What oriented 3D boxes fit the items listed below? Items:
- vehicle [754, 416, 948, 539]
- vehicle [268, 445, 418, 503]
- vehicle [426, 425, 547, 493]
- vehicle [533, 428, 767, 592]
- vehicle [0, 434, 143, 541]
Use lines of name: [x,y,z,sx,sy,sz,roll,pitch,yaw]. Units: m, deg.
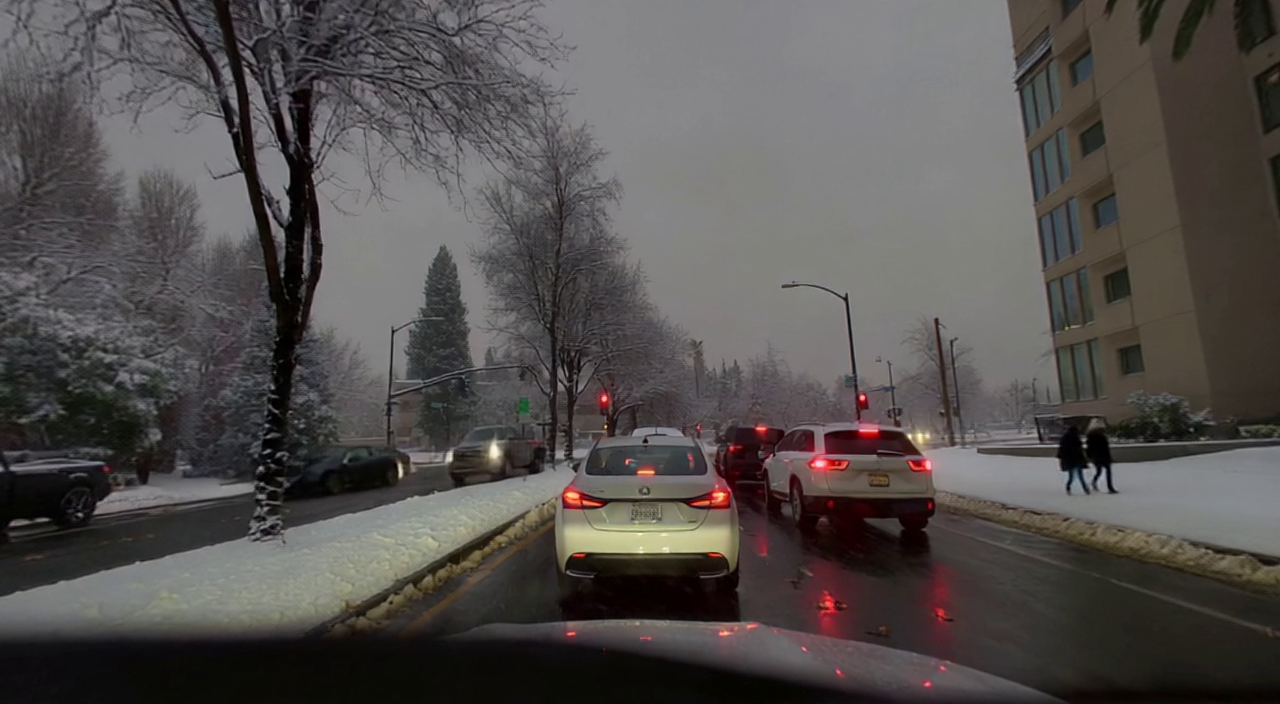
vehicle: [3.404,2.111,11.241,2.003,1.733,4.319,0,-8,1]
vehicle: [-8.335,3.442,18.319,1.898,1.439,4.540,-1,-8,4]
vehicle: [-4.714,3.384,20.253,2.068,1.811,4.910,-3,-9,8]
vehicle: [0.134,1.716,7.718,2.088,1.452,3.993,0,-8,1]
vehicle: [-13.051,2.720,12.288,2.240,1.964,5.707,-6,-8,0]
